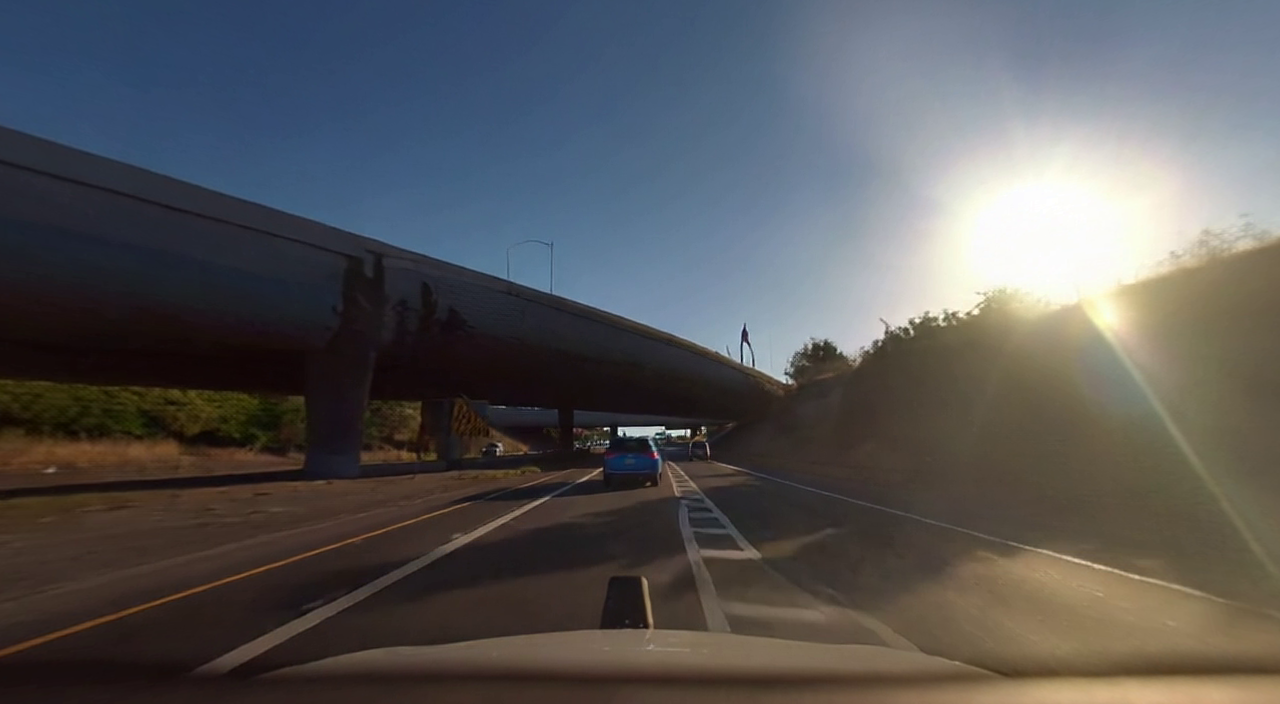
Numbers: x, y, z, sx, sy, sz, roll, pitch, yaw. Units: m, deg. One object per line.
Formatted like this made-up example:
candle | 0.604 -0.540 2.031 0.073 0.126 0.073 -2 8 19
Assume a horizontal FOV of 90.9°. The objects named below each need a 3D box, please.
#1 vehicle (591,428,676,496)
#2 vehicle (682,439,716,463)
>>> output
vehicle | -0.096 3.101 18.119 2.143 1.693 4.513 -1 -8 2
vehicle | 4.186 7.149 45.437 2.073 1.621 3.993 0 -8 0
